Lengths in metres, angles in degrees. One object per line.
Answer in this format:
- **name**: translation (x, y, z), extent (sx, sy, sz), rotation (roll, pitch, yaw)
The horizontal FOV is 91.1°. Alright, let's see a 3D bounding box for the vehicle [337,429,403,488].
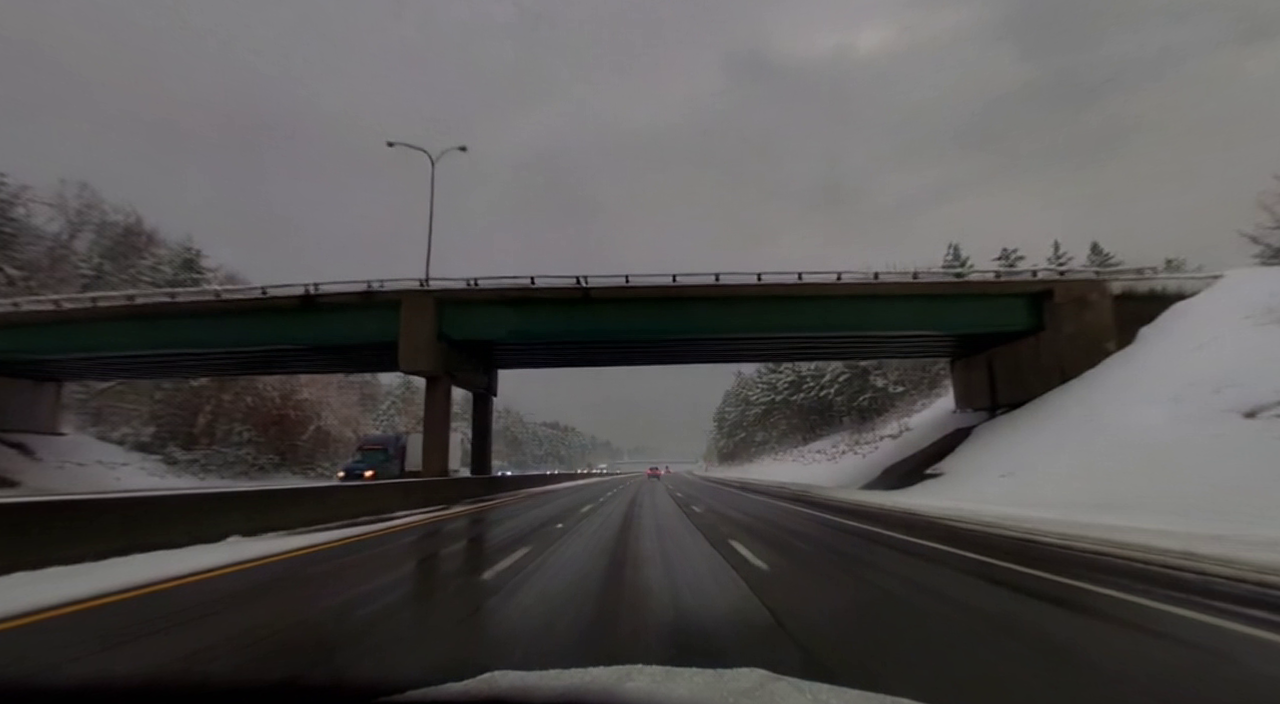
- **vehicle**: translation (-18.994, 7.516, 44.364), extent (2.987, 3.971, 3.106), rotation (0, -11, 1)
